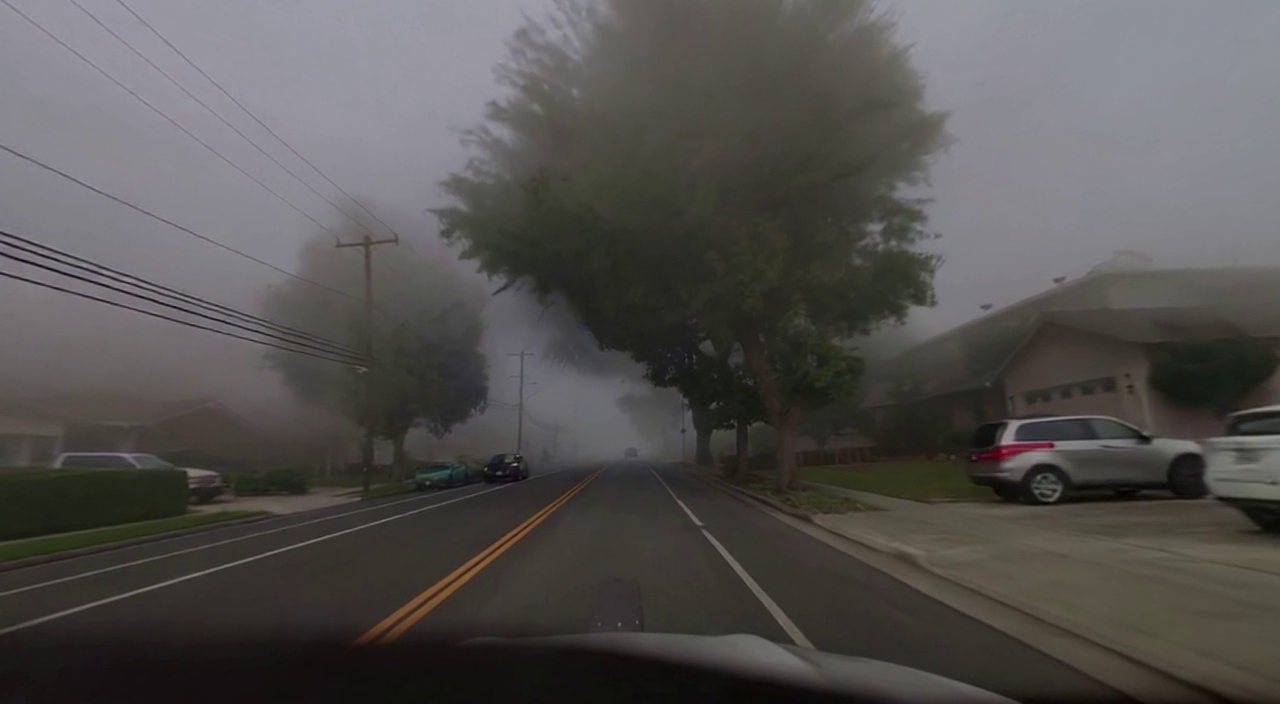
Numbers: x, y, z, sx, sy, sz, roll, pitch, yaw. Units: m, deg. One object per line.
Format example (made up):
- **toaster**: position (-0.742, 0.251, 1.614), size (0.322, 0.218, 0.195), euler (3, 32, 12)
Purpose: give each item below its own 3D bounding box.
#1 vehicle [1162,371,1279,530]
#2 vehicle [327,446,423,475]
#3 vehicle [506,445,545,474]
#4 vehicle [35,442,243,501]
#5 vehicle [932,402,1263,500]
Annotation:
- **vehicle**: position (9.502, 1.257, 8.063), size (3.994, 1.854, 1.872), euler (1, -9, -3)
- **vehicle**: position (-15.299, 6.282, 36.582), size (4.651, 1.615, 1.961), euler (0, -9, 1)
- **vehicle**: position (-8.136, 7.669, 45.361), size (1.987, 1.710, 4.321), euler (-4, -7, -1)
- **vehicle**: position (-15.126, 3.612, 19.295), size (4.501, 1.689, 2.106), euler (0, -9, 0)
- **vehicle**: position (9.248, 2.050, 13.204), size (5.212, 1.853, 2.062), euler (0, -9, 1)
